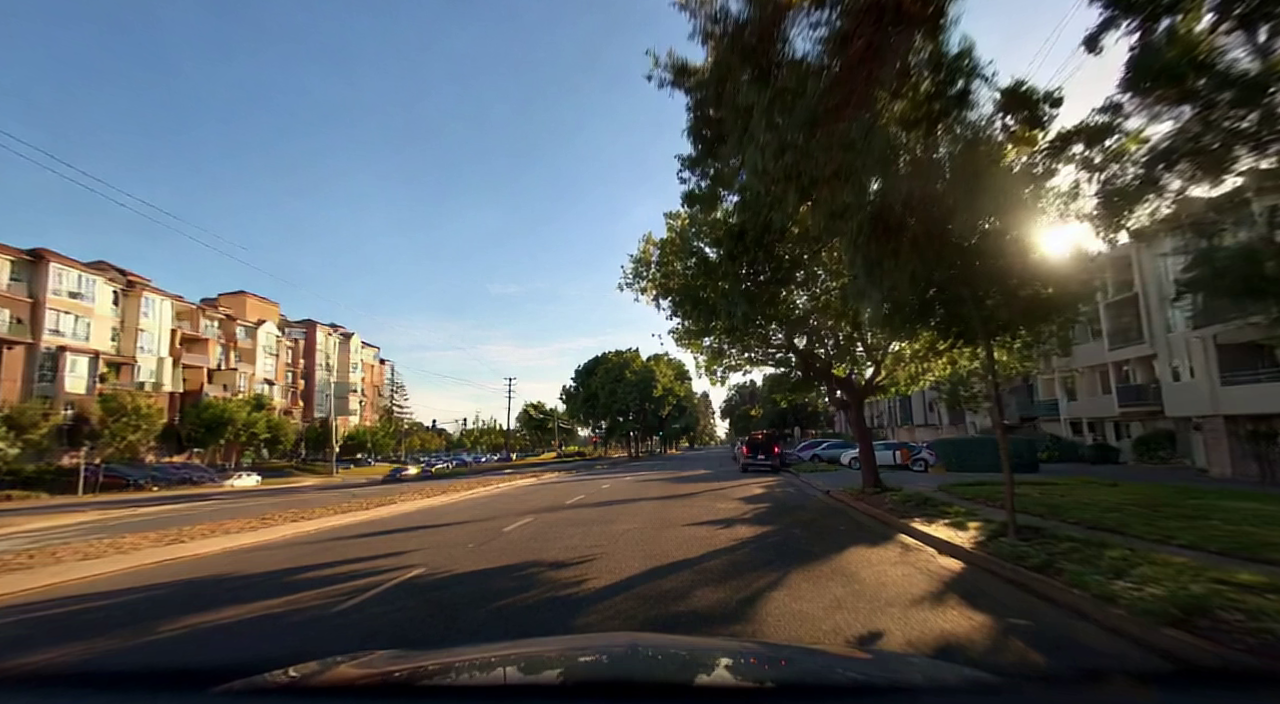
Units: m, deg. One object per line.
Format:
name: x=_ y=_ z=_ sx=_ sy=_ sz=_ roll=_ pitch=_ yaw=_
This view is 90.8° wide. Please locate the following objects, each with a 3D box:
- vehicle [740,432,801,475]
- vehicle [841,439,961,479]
vehicle: x=5.982 y=4.710 z=29.593 sx=2.359 sy=1.817 sz=4.985 roll=-1 pitch=-8 yaw=6
vehicle: x=11.872 y=4.881 z=29.088 sx=2.038 sy=1.680 sz=4.660 roll=6 pitch=-10 yaw=-34
